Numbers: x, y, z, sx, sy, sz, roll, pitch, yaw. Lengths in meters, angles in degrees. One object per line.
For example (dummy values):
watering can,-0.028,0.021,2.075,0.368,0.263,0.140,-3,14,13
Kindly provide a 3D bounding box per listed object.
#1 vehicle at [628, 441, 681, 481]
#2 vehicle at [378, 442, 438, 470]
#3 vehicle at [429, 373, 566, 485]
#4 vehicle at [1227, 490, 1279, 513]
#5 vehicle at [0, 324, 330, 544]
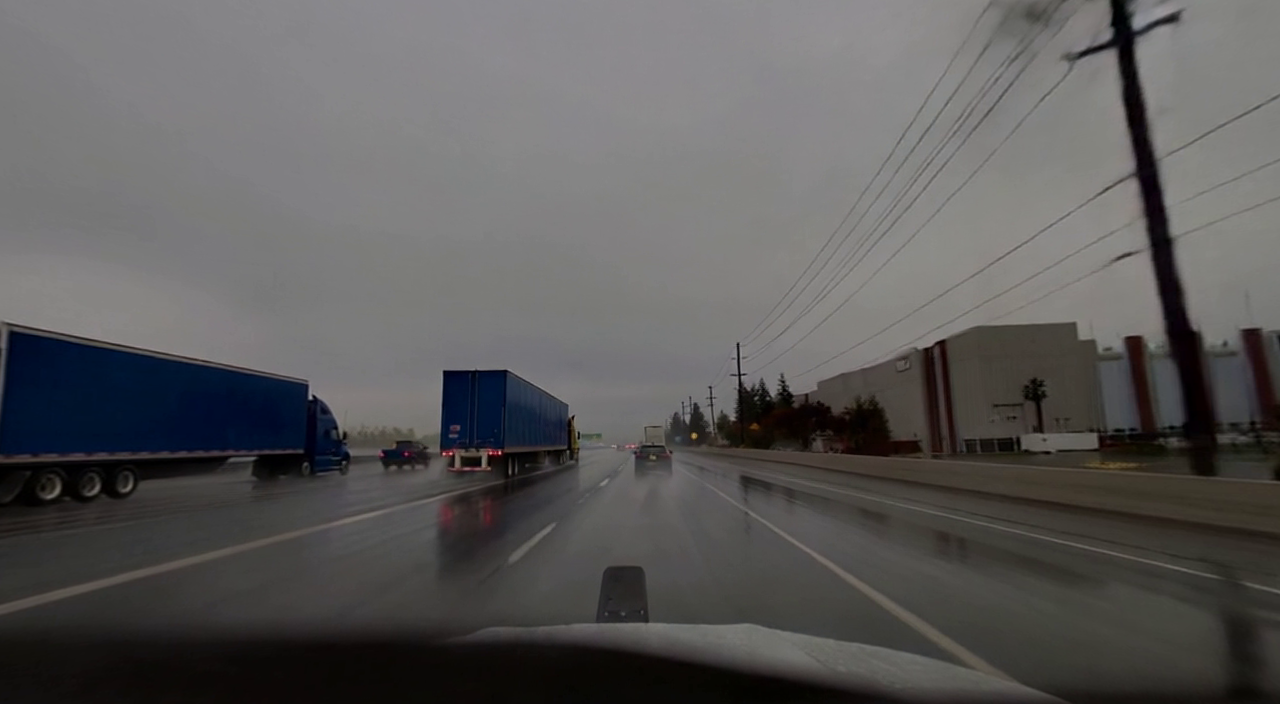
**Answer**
vehicle,0.567,4.551,26.630,2.055,1.514,4.323,0,-9,0
vehicle,-14.365,6.463,39.380,1.938,1.679,4.469,0,-9,1
vehicle,-6.088,3.942,30.778,2.907,4.081,15.311,0,-9,1
vehicle,49.772,11.859,49.924,4.441,1.614,1.955,0,-9,2
vehicle,-10.588,1.850,13.529,2.896,3.140,9.491,0,-9,1
